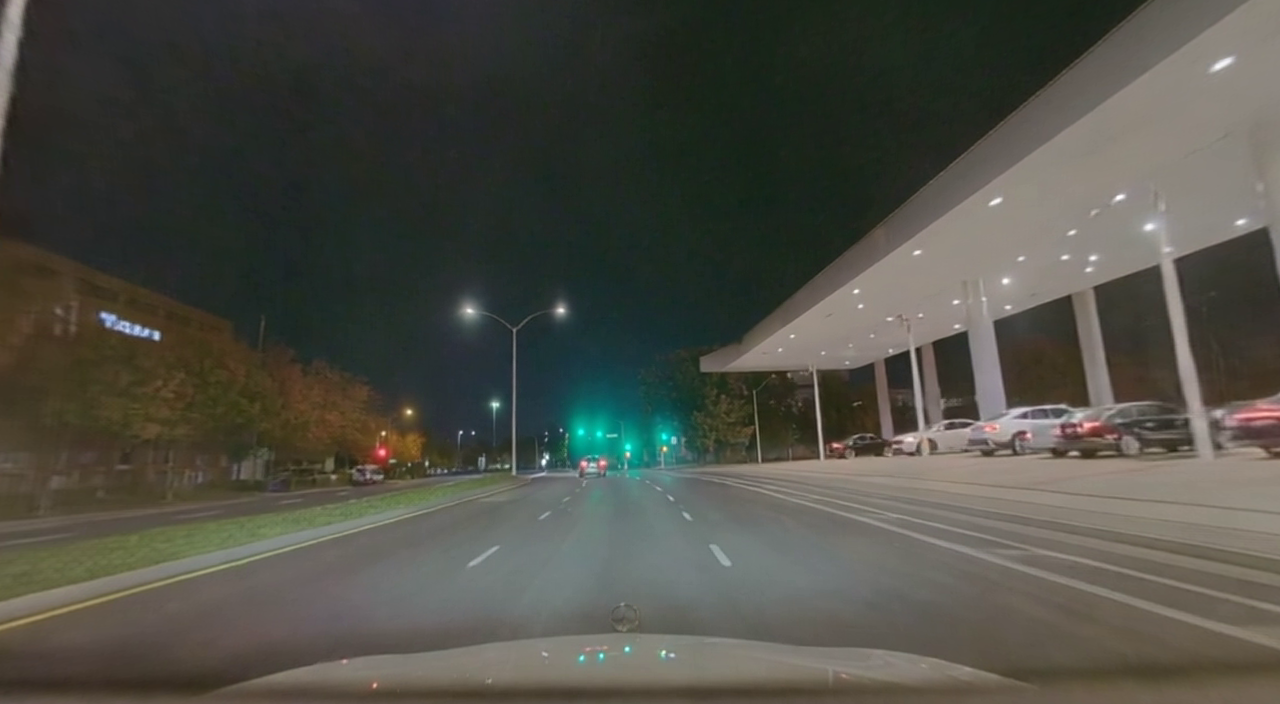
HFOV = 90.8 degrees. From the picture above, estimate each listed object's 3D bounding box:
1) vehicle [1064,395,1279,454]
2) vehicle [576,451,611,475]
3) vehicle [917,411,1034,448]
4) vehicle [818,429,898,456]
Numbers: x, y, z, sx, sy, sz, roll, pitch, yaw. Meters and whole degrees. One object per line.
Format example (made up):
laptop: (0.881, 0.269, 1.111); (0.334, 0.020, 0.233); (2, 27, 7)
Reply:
vehicle: (15.332, 2.116, 18.233); (4.742, 1.602, 1.999); (0, -8, -2)
vehicle: (-3.436, 8.016, 45.829); (2.197, 1.642, 4.312); (1, -9, -9)
vehicle: (15.566, 3.634, 29.468); (4.297, 1.632, 1.977); (0, -8, -1)
vehicle: (15.622, 6.491, 45.423); (4.922, 1.749, 2.145); (-2, -6, 2)
